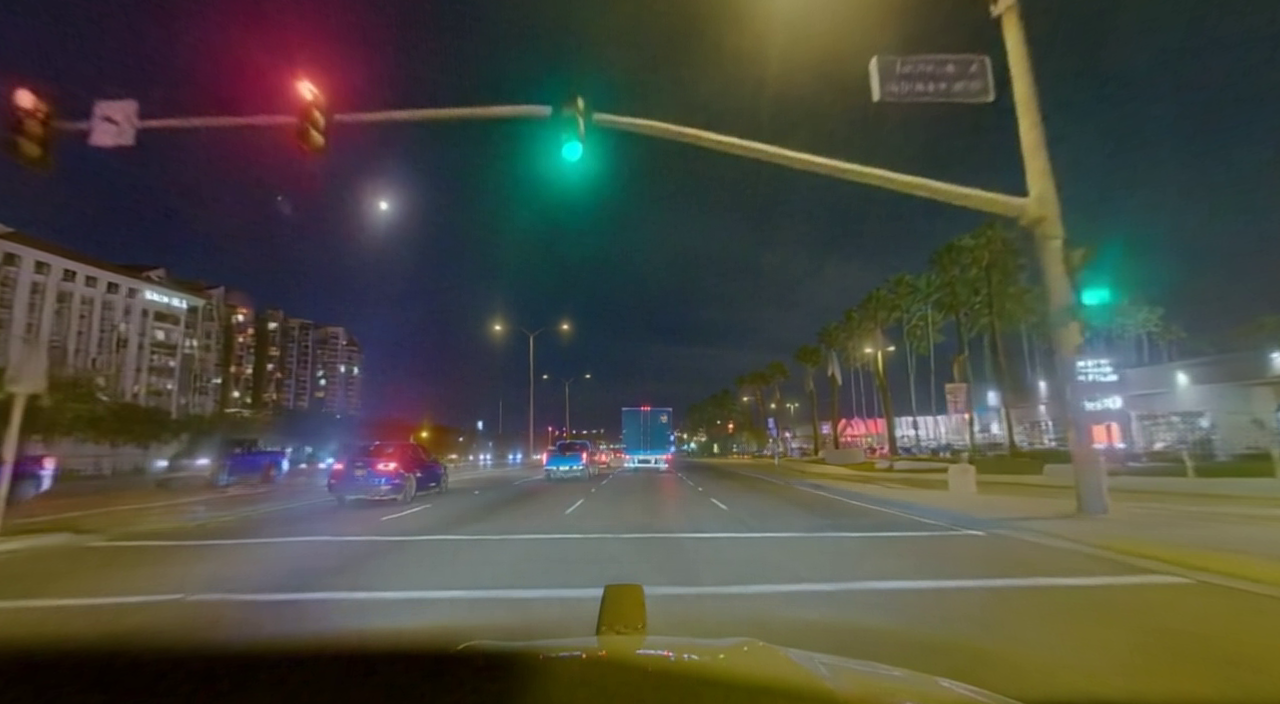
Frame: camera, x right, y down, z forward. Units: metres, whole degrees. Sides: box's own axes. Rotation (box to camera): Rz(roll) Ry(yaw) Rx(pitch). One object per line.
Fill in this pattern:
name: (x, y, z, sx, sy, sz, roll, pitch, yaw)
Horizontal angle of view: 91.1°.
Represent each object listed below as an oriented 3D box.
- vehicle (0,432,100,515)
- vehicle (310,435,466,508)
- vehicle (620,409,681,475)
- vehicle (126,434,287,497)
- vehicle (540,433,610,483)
vehicle: (-14.680, 2.628, 13.307, 2.040, 1.745, 4.899, -3, -10, 1)
vehicle: (-6.301, 3.026, 16.435, 2.045, 1.630, 4.680, 0, -9, 1)
vehicle: (0.557, 4.891, 34.042, 2.993, 3.235, 6.692, 0, -9, 1)
vehicle: (-14.447, 3.779, 21.359, 2.010, 1.885, 4.606, 0, -9, 2)
vehicle: (-2.540, 4.334, 25.966, 2.178, 1.826, 4.933, 0, -9, 2)
